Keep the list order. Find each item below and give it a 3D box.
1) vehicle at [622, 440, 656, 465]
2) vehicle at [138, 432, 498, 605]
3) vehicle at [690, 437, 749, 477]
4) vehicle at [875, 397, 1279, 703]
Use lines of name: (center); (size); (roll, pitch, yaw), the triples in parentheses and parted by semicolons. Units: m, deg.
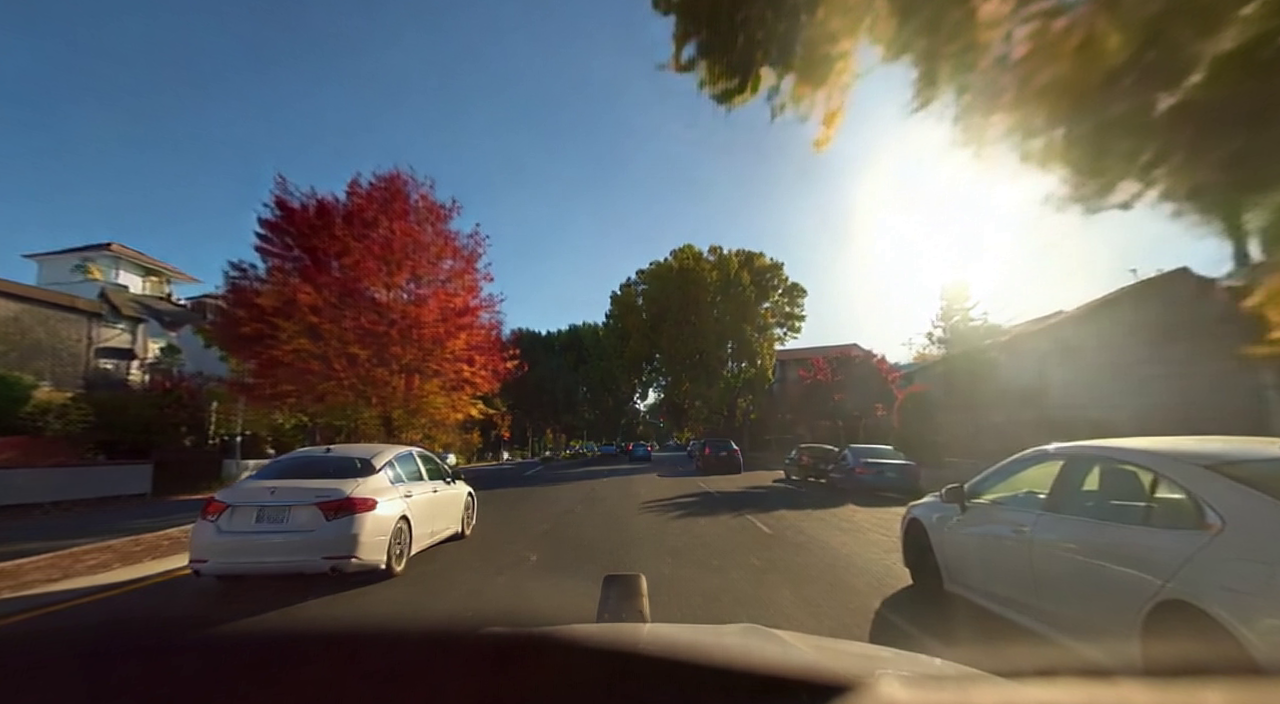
vehicle: (-0.069, 7.070, 44.461); (2.293, 1.662, 4.262); (0, -8, 1)
vehicle: (-3.316, 1.779, 7.769); (1.997, 1.479, 4.547); (0, -8, 1)
vehicle: (3.548, 4.768, 28.849); (2.019, 1.675, 4.488); (0, -8, -1)
vehicle: (3.237, 1.113, 3.603); (2.060, 1.474, 4.475); (0, -8, 0)
